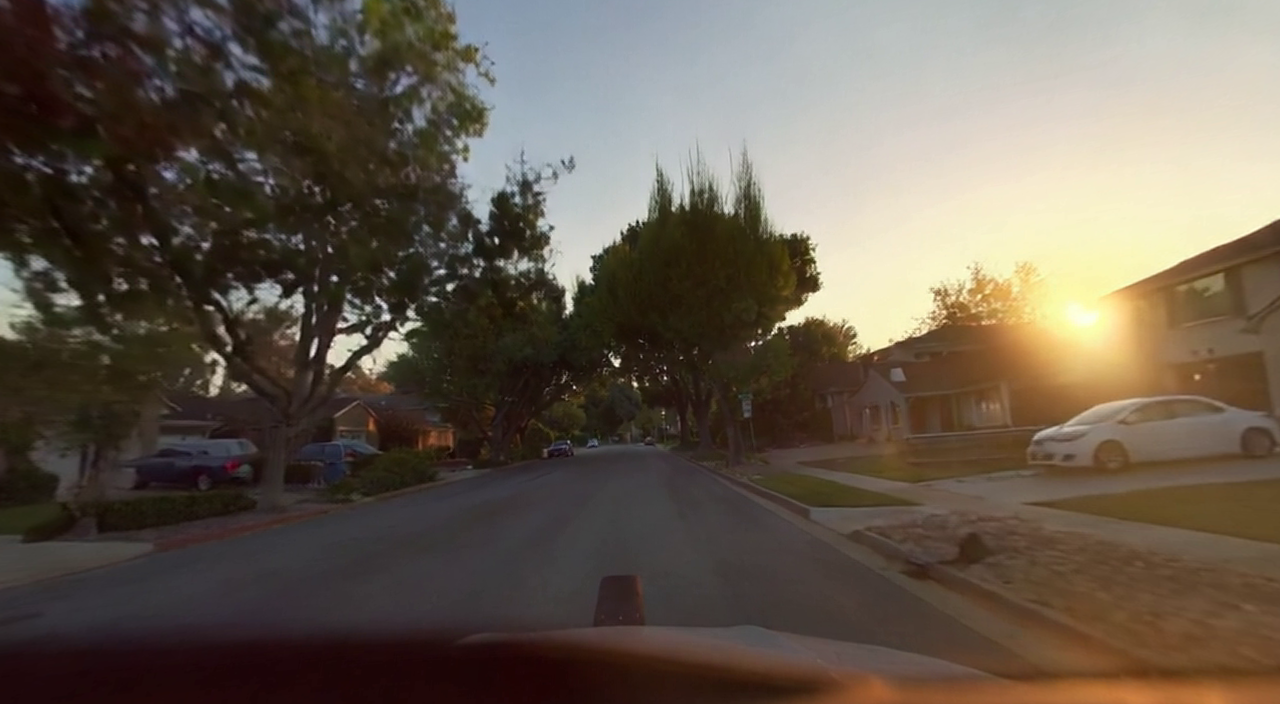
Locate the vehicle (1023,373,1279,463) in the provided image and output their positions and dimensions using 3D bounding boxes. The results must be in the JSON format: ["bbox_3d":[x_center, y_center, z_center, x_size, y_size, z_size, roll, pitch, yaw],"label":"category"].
[{"bbox_3d":[11.269,1.419,13.412,4.894,1.616,1.965,-2,-8,2],"label":"vehicle"}]
